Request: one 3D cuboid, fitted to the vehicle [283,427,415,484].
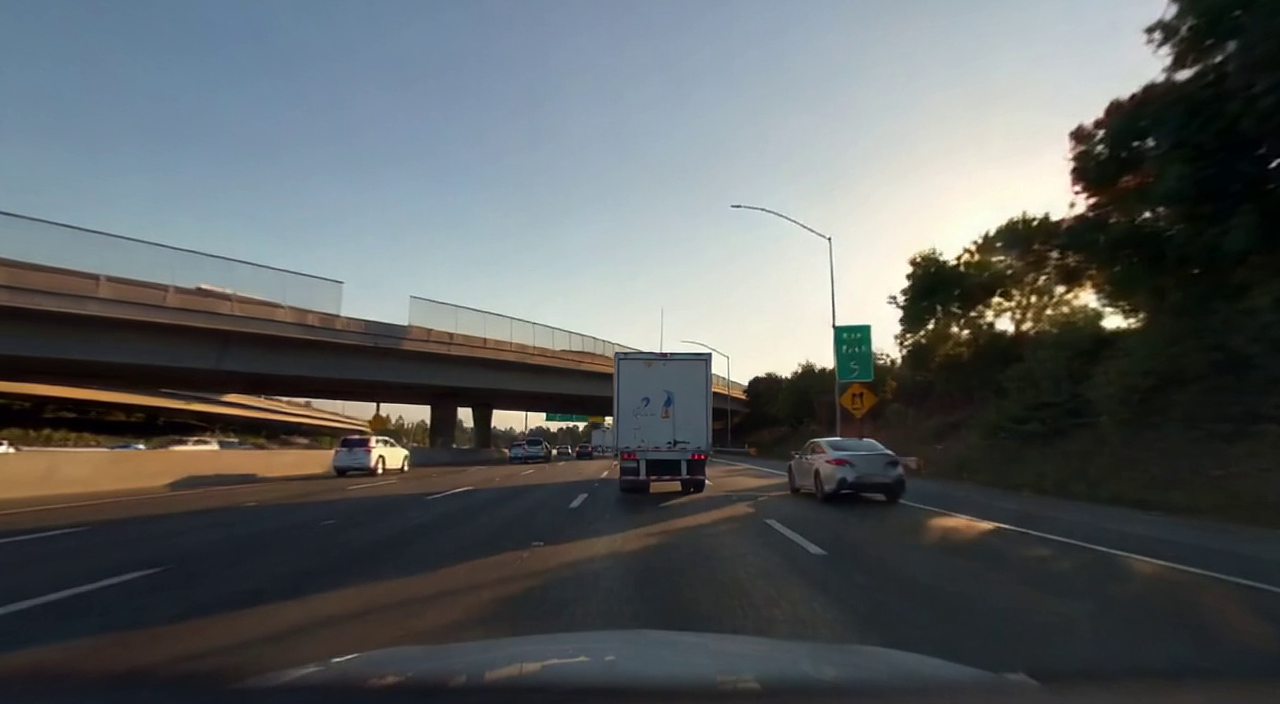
[{"bbox_3d":[-10.221,3.701,22.770,2.217,1.797,5.226,0,-9,0],"label":"vehicle"}]

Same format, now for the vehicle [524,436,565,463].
[{"bbox_3d":[-6.768,7.004,45.229,2.125,1.793,4.892,0,-9,0],"label":"vehicle"}]

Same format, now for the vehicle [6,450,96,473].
[{"bbox_3d":[-42.977,7.955,46.198,1.828,1.569,5.192,1,-9,-3],"label":"vehicle"}]

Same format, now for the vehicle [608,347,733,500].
[{"bbox_3d":[0.629,2.466,20.246,2.916,3.584,10.841,0,-9,-1],"label":"vehicle"}]

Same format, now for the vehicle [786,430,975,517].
[{"bbox_3d":[4.786,2.492,13.489,2.108,1.508,4.744,0,-9,-1],"label":"vehicle"}]
